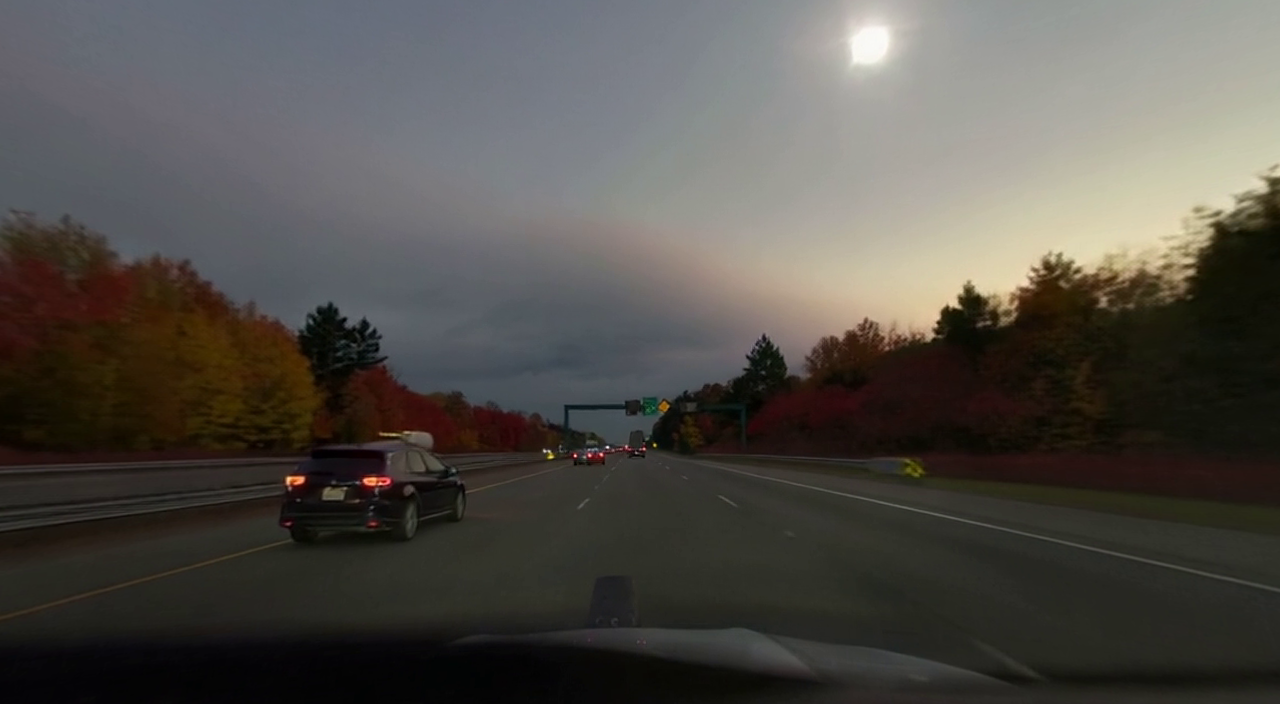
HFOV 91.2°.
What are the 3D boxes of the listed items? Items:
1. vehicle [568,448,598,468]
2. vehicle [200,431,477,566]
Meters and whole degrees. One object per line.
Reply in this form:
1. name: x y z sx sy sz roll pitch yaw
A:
1. vehicle: -4.384 8.140 48.396 1.963 1.475 3.665 0 -9 0
2. vehicle: -4.004 2.005 9.293 2.071 1.525 4.058 0 -9 0
